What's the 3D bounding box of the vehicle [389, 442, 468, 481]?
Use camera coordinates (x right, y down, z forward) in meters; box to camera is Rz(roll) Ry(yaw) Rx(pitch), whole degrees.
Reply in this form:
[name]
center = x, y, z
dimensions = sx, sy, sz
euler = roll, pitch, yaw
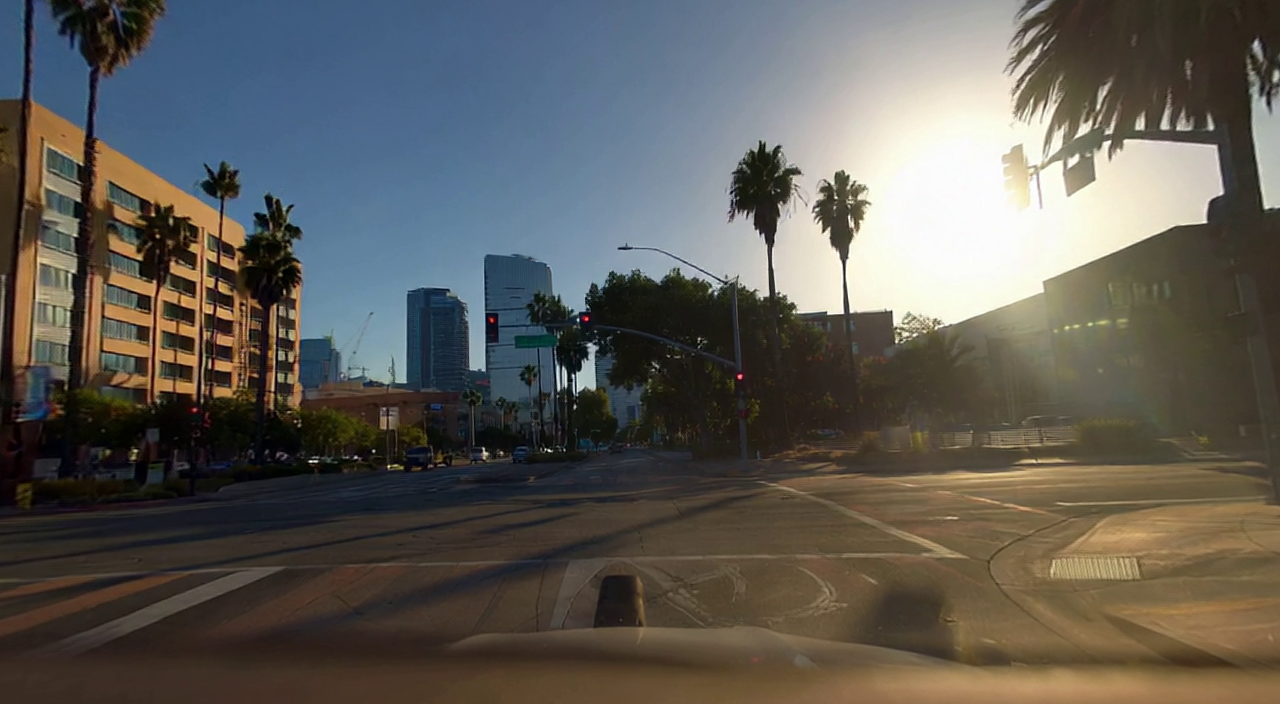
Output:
[vehicle]
center = -10.739, 5.588, 32.367
dimensions = 2.270, 1.833, 4.860
euler = 0, -9, 1
